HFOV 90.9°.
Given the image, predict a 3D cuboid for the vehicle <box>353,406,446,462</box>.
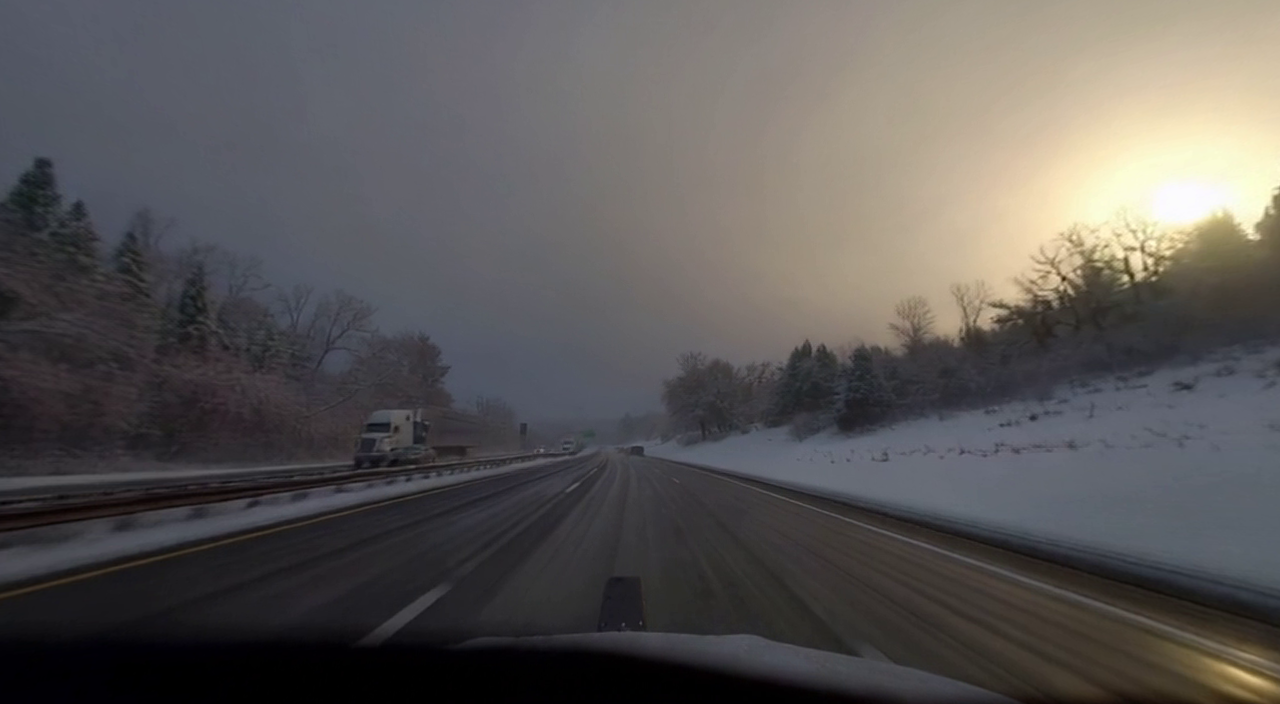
[{"bbox_3d":[-17.081,6.081,45.723,2.903,3.554,10.284,0,-9,-1],"label":"vehicle"}]
